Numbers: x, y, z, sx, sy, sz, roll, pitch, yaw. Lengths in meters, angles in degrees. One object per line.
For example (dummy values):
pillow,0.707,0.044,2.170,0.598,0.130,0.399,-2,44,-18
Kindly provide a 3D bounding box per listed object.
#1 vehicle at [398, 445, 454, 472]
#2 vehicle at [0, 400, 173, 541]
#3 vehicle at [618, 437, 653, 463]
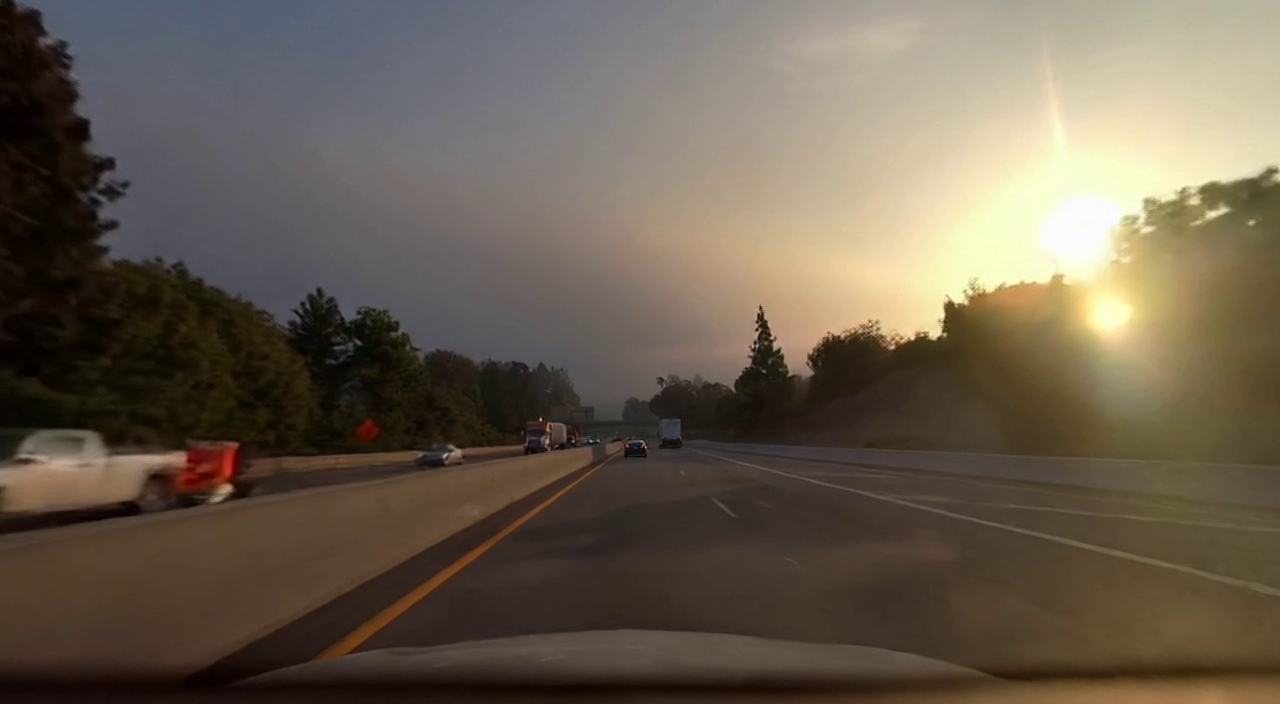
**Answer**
vehicle,-12.879,6.407,38.042,1.877,1.490,4.134,-1,-8,1
vehicle,-12.772,2.306,12.385,2.354,2.530,6.137,-1,-8,0
vehicle,-0.301,5.970,38.500,2.004,1.472,4.075,0,-8,-2
